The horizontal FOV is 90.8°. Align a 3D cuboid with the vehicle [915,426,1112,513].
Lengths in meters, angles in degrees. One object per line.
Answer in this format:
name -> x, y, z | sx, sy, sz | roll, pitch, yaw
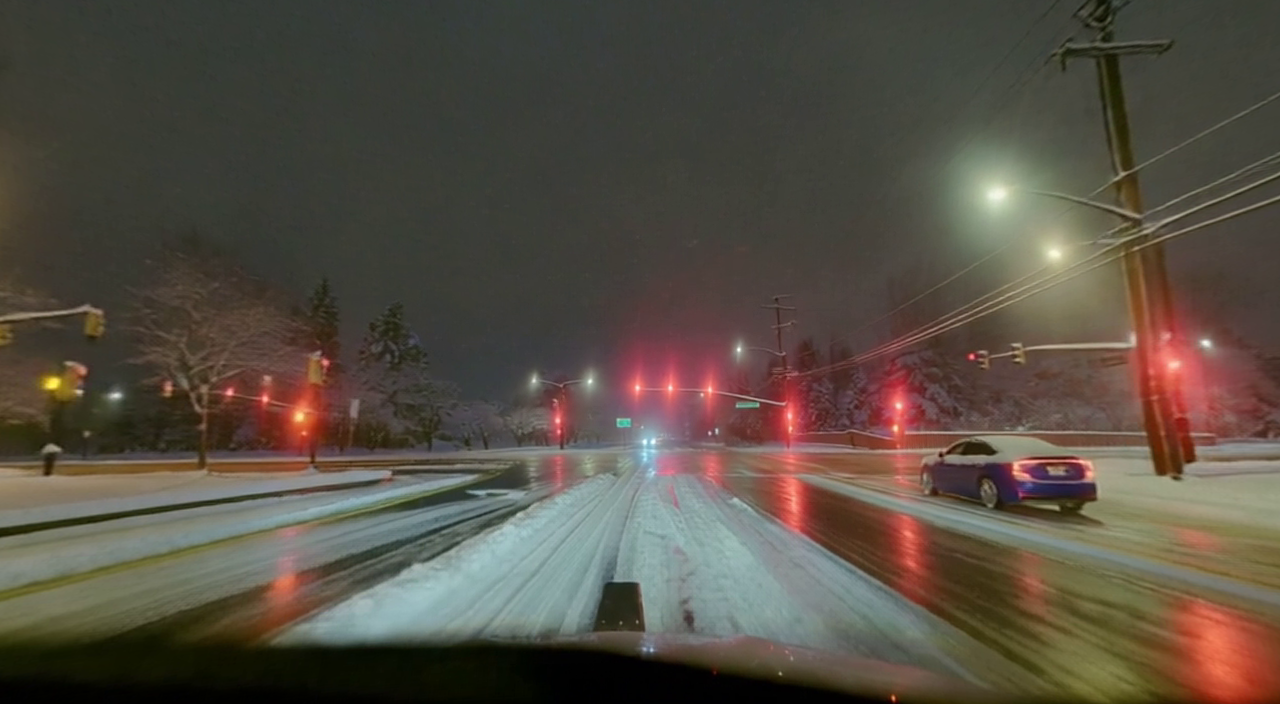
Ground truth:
vehicle -> 7.505, 2.381, 13.196 | 1.797, 1.544, 3.685 | 0, -9, 0
